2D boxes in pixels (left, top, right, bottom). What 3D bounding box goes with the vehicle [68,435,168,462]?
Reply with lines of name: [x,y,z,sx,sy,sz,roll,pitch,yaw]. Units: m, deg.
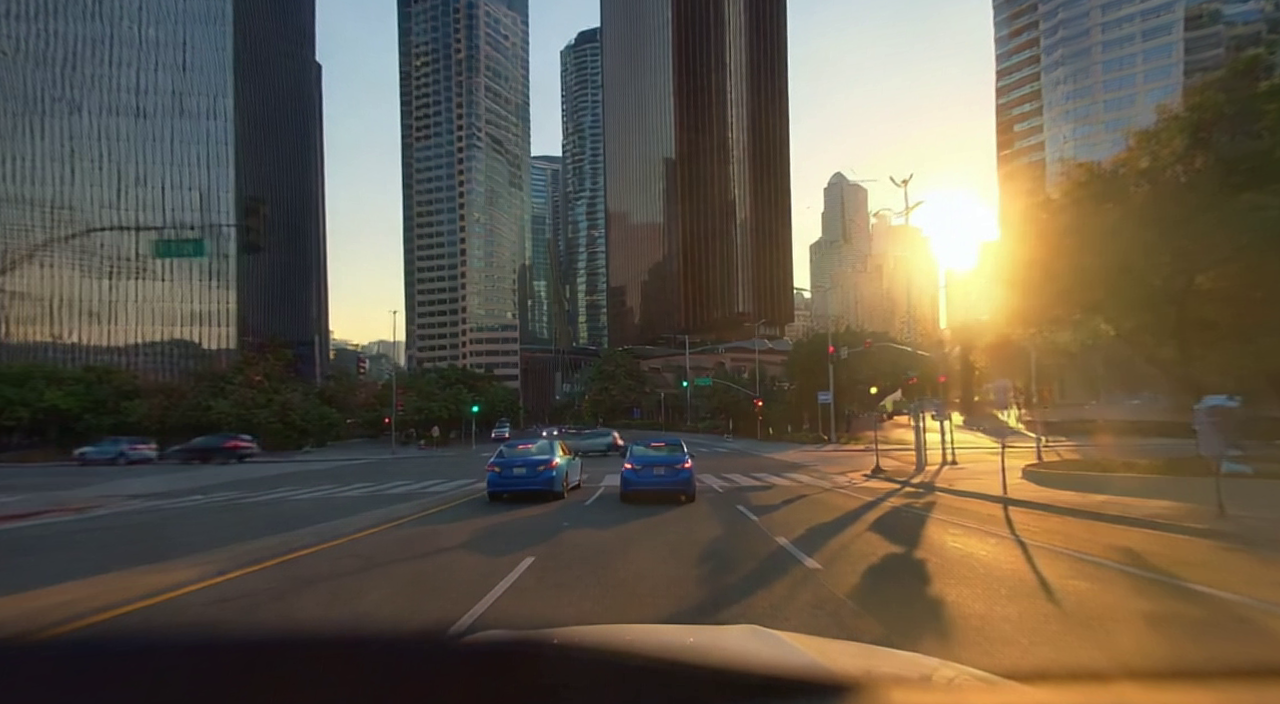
vehicle: [-34.448,6.392,41.864,4.410,1.656,2.302,2,-9,-12]

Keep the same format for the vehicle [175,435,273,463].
vehicle: [-26.298,6.142,40.111,4.694,1.677,1.847,2,-9,-13]

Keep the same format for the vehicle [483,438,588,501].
vehicle: [-2.683,3.159,17.393,1.995,1.479,4.627,0,-9,1]

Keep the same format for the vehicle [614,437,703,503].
vehicle: [0.429,2.972,16.306,2.016,1.478,3.795,0,-9,0]

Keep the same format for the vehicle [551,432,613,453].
vehicle: [-4.408,6.827,47.763,4.533,1.520,1.887,1,-9,-9]
